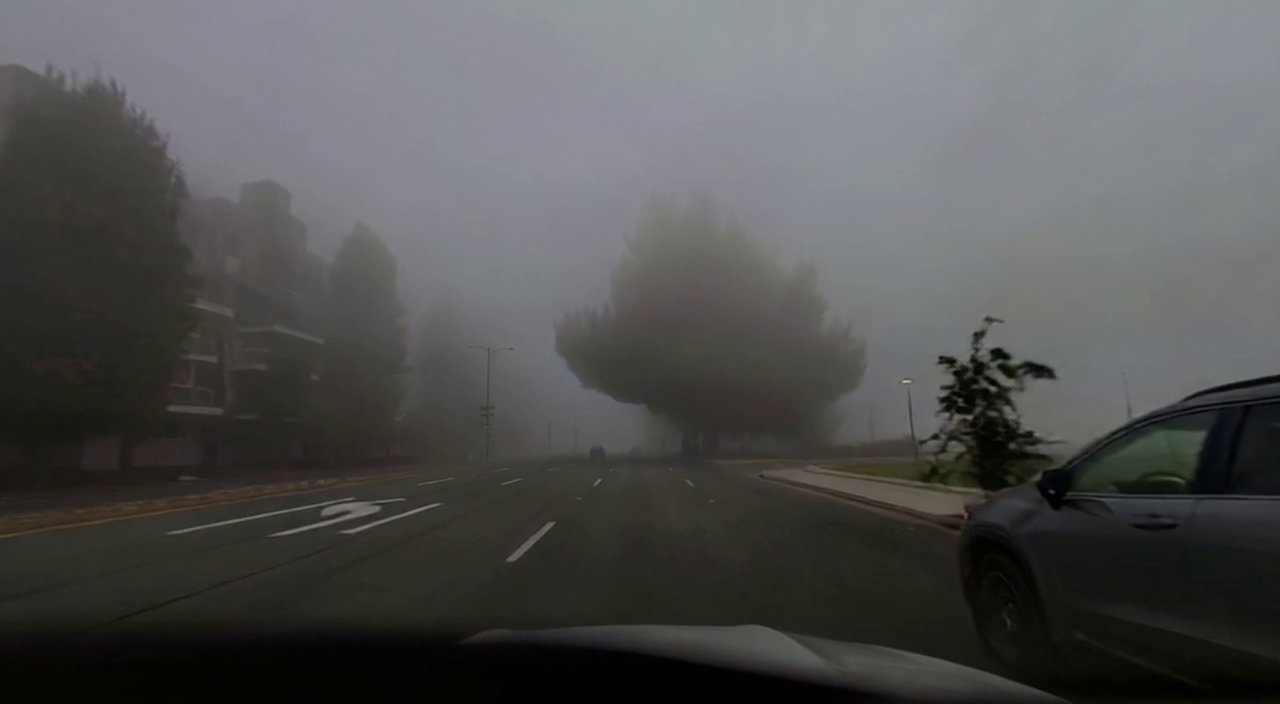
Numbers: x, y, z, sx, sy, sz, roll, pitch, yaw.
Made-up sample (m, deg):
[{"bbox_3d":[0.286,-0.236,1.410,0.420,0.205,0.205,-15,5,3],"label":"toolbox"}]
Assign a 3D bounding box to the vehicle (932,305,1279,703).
[{"bbox_3d":[2.944,0.722,1.702,2.047,1.768,4.607,0,-9,0],"label":"vehicle"}]
